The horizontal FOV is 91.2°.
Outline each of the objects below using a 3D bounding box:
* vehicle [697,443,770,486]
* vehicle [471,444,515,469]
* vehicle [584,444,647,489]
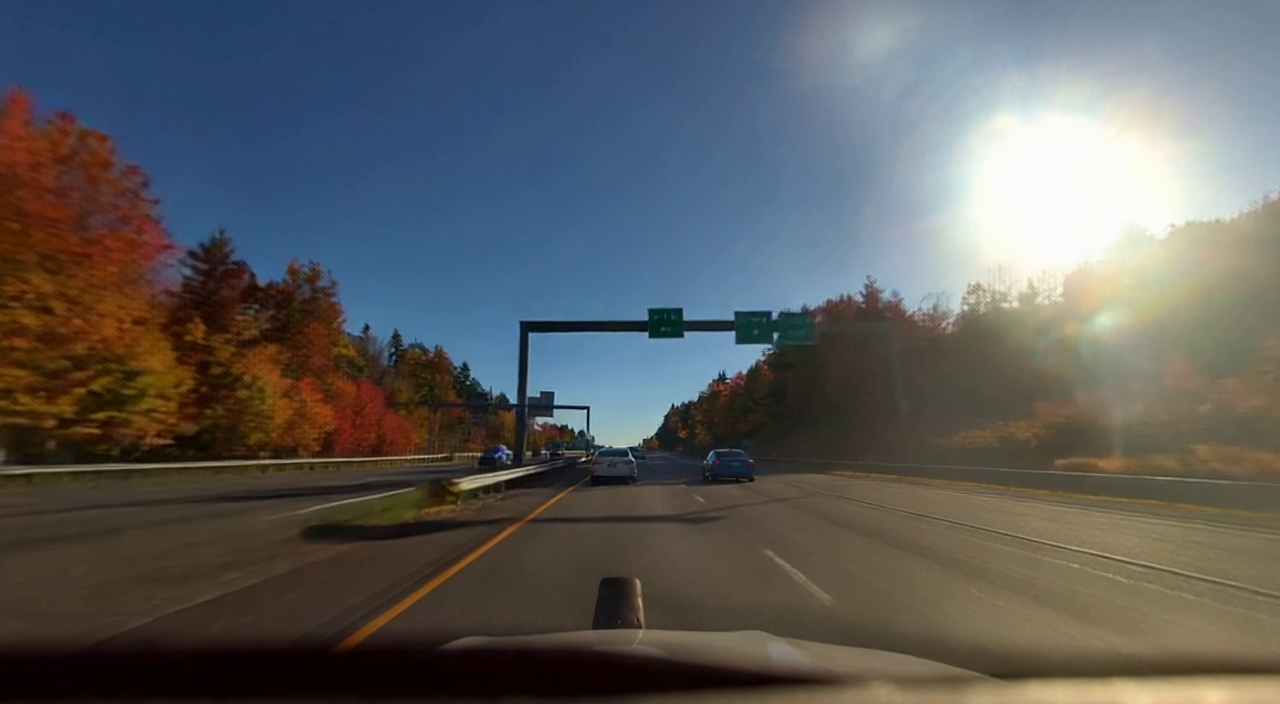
[{"bbox_3d":[3.694,4.540,25.584,2.300,1.595,4.144,-1,-9,0],"label":"vehicle"},{"bbox_3d":[-9.595,6.853,41.281,1.933,1.510,4.352,0,-9,-2],"label":"vehicle"},{"bbox_3d":[-0.866,4.243,23.535,2.128,1.516,4.410,0,-9,-1],"label":"vehicle"}]
